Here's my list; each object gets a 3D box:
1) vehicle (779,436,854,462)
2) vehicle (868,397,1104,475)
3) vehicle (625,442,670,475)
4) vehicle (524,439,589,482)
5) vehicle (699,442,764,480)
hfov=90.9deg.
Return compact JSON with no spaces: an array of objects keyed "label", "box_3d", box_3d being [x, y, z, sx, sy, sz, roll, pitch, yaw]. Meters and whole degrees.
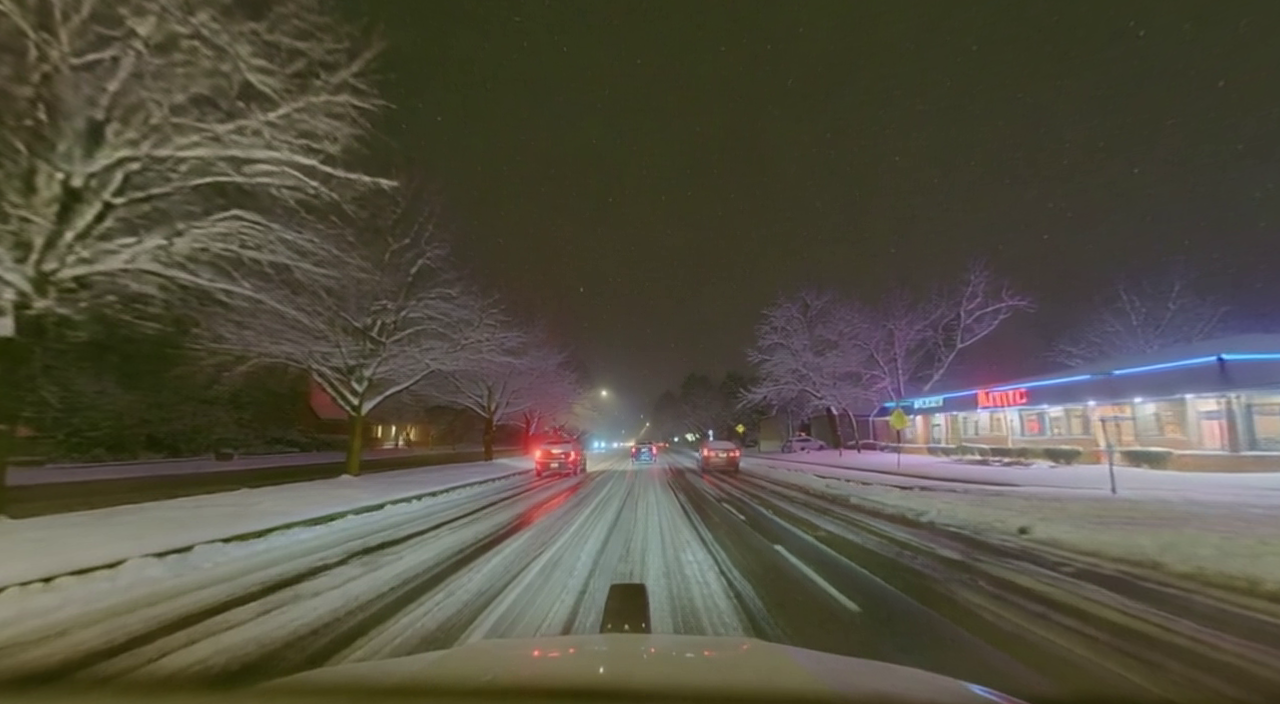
[{"label":"vehicle","box_3d":[13.726,7.543,49.180,5.144,1.834,2.188,-2,-8,2]},{"label":"vehicle","box_3d":[14.838,3.734,27.685,8.343,3.028,3.002,-2,-9,3]},{"label":"vehicle","box_3d":[0.335,5.182,30.847,2.059,1.477,4.216,0,-8,0]},{"label":"vehicle","box_3d":[-3.329,4.407,25.923,1.995,1.607,4.086,0,-8,1]},{"label":"vehicle","box_3d":[3.769,4.557,26.685,2.012,1.462,4.400,0,-8,-1]}]
